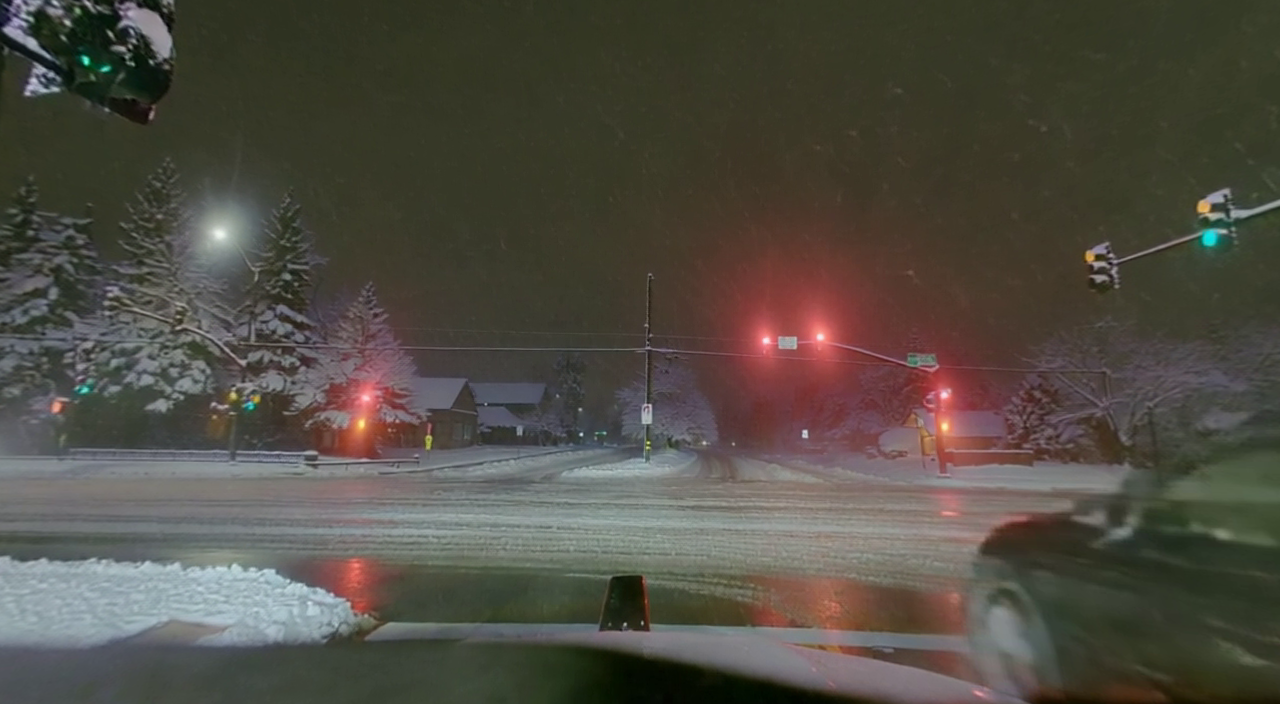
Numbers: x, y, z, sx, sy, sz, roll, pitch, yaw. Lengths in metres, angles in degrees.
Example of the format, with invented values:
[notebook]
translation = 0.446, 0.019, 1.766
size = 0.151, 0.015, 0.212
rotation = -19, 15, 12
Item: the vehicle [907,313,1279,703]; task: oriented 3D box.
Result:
[vehicle]
translation = 2.862, 0.751, 1.739
size = 2.150, 1.706, 4.754
rotation = 0, -8, 0
